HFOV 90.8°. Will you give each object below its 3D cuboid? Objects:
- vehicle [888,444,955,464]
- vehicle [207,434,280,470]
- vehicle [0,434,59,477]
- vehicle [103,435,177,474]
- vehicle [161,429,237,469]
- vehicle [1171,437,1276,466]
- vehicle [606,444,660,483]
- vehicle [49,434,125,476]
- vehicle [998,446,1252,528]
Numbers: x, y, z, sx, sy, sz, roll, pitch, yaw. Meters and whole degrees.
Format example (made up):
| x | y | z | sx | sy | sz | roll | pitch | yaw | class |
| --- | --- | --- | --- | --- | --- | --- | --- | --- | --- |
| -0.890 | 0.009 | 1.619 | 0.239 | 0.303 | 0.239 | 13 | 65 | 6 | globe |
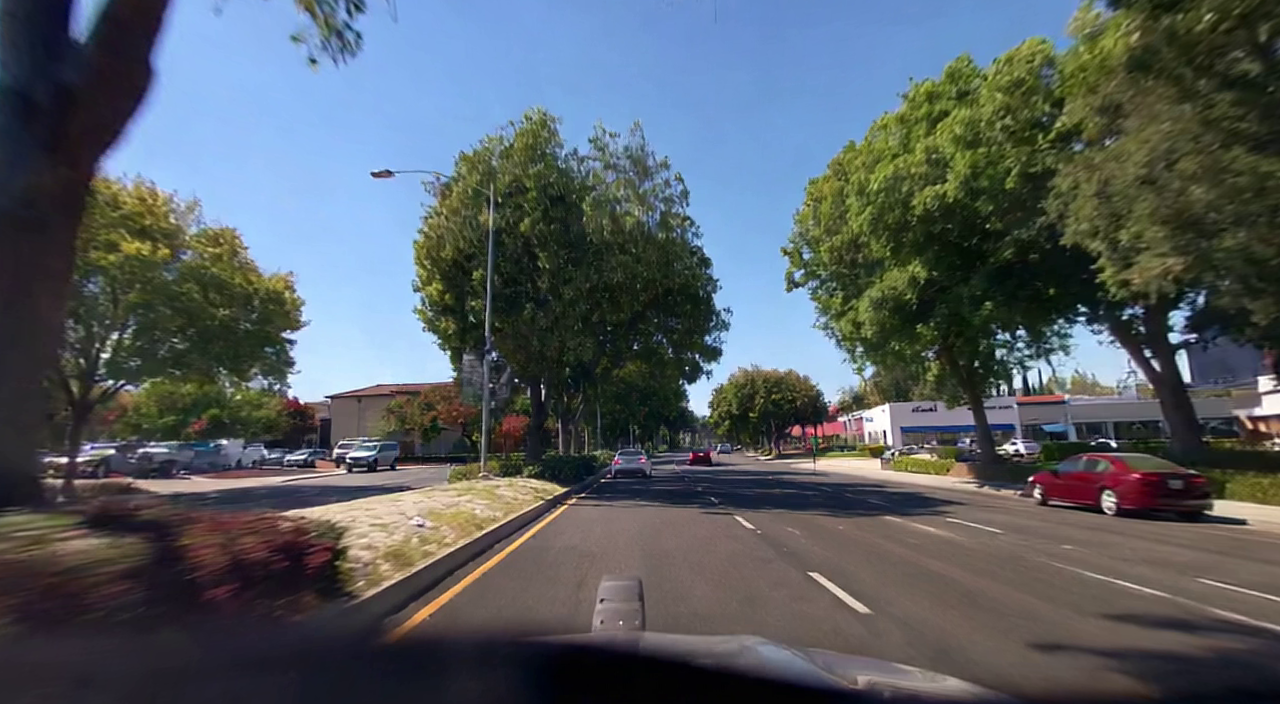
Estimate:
| x | y | z | sx | sy | sz | roll | pitch | yaw | class |
| --- | --- | --- | --- | --- | --- | --- | --- | --- | --- |
| 21.481 | 7.813 | 48.394 | 4.197 | 1.505 | 1.915 | 0 | -8 | 1 | vehicle |
| -30.155 | 7.655 | 47.985 | 5.689 | 2.583 | 2.285 | -7 | -12 | 32 | vehicle |
| -39.335 | 6.593 | 40.484 | 5.700 | 2.520 | 2.423 | -8 | -10 | 43 | vehicle |
| -34.494 | 7.012 | 43.492 | 6.029 | 2.538 | 2.343 | -6 | -11 | 37 | vehicle |
| -31.910 | 7.095 | 45.641 | 5.926 | 2.638 | 2.413 | -8 | -12 | 35 | vehicle |
| 34.473 | 5.867 | 37.411 | 4.198 | 1.653 | 1.910 | -1 | -9 | 2 | vehicle |
| -0.268 | 4.615 | 26.456 | 2.095 | 1.456 | 3.873 | 0 | -8 | 0 | vehicle |
| -36.630 | 6.763 | 41.771 | 6.393 | 2.554 | 2.474 | -7 | -10 | 38 | vehicle |
| 10.239 | 2.830 | 13.974 | 1.930 | 1.475 | 4.648 | 0 | -8 | 0 | vehicle |
